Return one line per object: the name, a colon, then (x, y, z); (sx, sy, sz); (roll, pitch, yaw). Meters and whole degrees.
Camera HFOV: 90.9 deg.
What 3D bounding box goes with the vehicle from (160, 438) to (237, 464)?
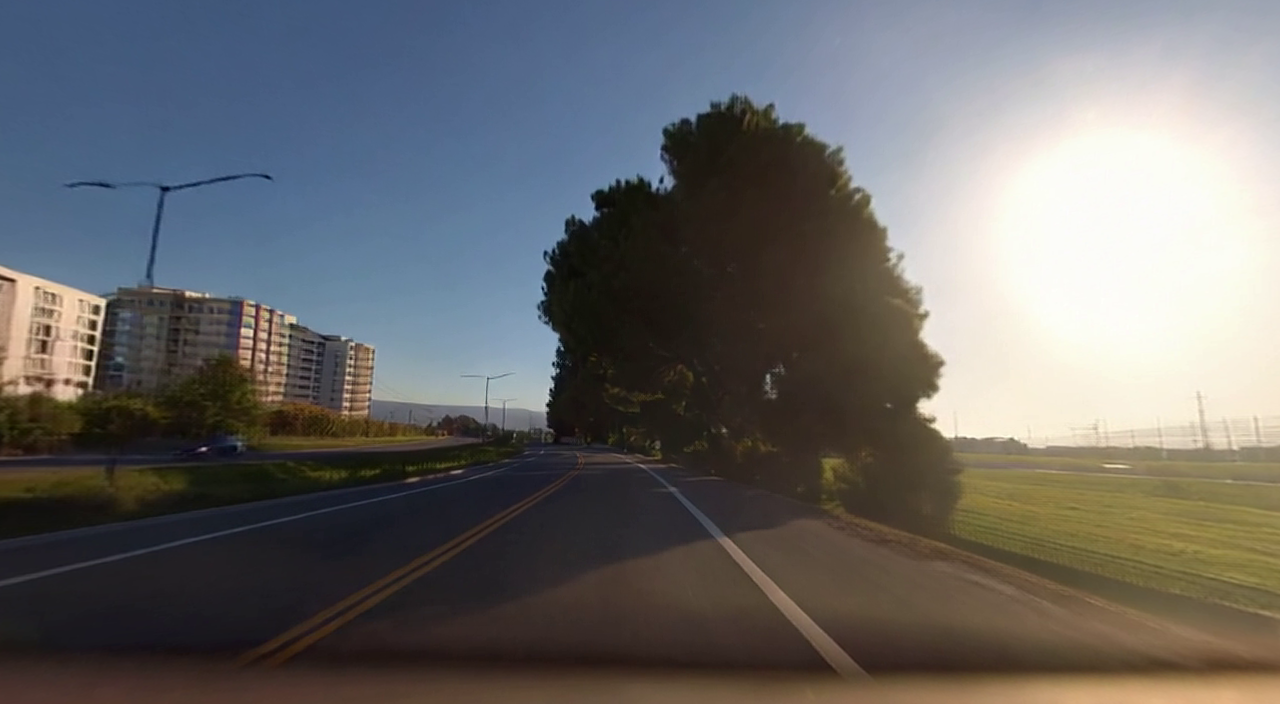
vehicle: (-27.322, 6.149, 39.188); (1.826, 1.469, 4.432); (0, -9, -4)
